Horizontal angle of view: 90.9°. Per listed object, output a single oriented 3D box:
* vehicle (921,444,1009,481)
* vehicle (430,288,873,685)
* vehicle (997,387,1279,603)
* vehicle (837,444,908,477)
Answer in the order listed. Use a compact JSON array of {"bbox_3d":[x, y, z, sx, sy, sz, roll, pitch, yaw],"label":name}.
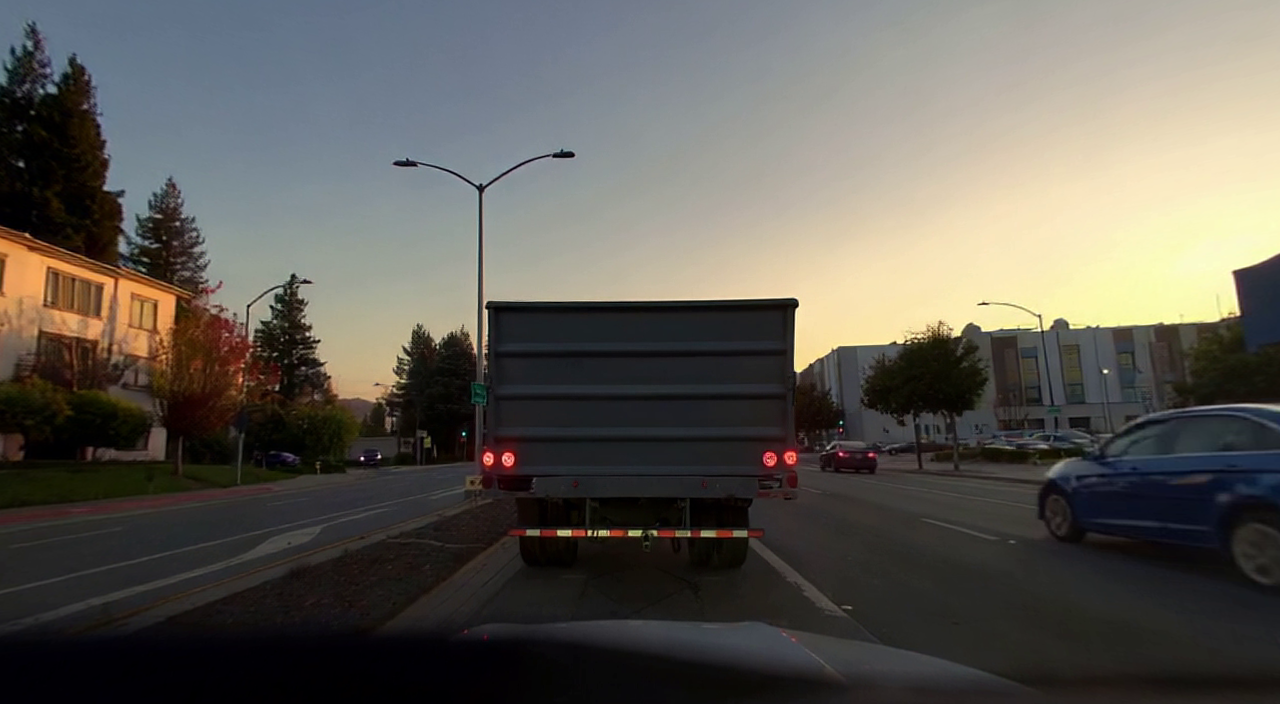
[{"bbox_3d":[14.159,4.805,27.755,1.777,1.488,4.081,-1,-8,1],"label":"vehicle"},{"bbox_3d":[0.213,1.297,7.402,2.650,2.391,7.008,-1,-8,3],"label":"vehicle"},{"bbox_3d":[6.703,1.484,7.221,2.363,1.825,4.989,-1,-8,1],"label":"vehicle"},{"bbox_3d":[11.013,5.144,30.173,1.907,1.465,4.077,-1,-8,1],"label":"vehicle"}]
